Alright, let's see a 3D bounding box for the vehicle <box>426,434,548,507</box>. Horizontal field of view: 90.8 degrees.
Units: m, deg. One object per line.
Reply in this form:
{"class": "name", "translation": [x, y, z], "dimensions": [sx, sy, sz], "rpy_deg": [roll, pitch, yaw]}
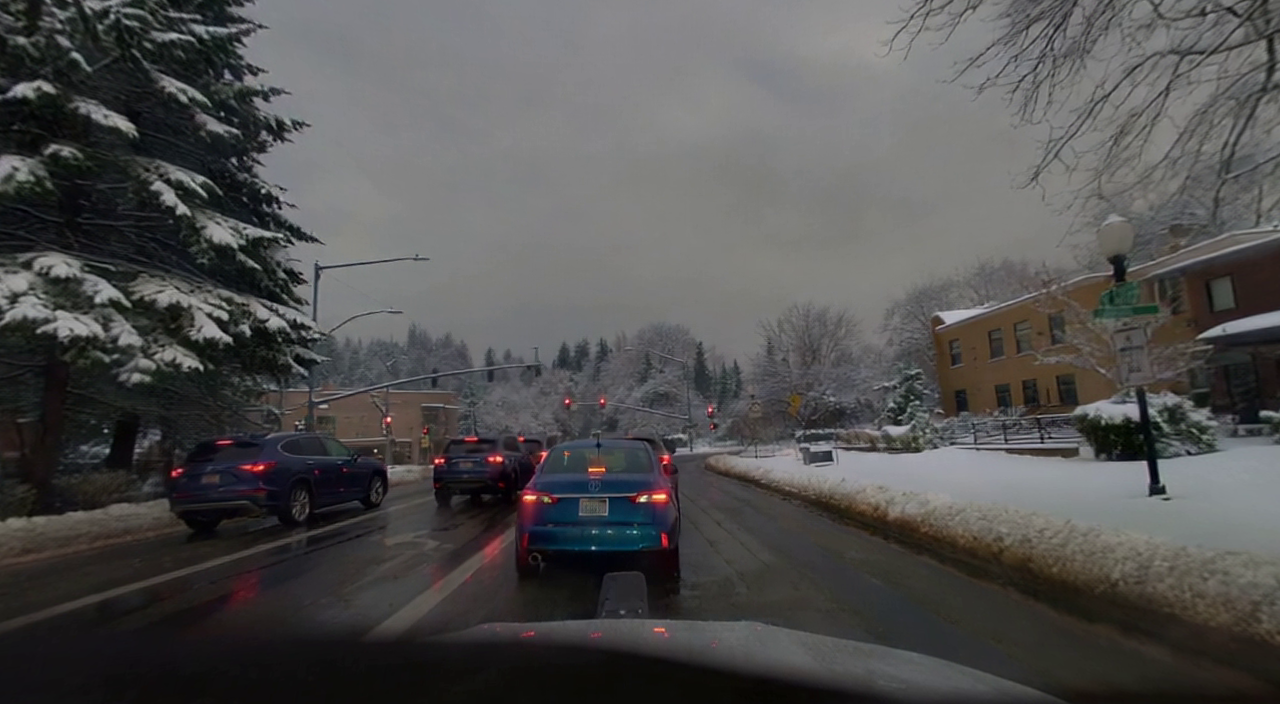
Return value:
{"class": "vehicle", "translation": [-3.622, 2.886, 15.772], "dimensions": [1.969, 1.570, 4.019], "rpy_deg": [0, -9, 1]}

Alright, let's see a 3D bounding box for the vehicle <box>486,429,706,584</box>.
{"class": "vehicle", "translation": [-0.415, 1.791, 8.118], "dimensions": [2.104, 1.472, 3.946], "rpy_deg": [0, -9, 0]}

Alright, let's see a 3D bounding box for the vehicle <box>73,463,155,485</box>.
{"class": "vehicle", "translation": [-36.385, 8.444, 43.759], "dimensions": [3.918, 1.423, 1.861], "rpy_deg": [0, -9, 0]}

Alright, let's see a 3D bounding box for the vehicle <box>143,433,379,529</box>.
{"class": "vehicle", "translation": [-7.277, 2.497, 12.821], "dimensions": [2.096, 1.593, 4.288], "rpy_deg": [0, -9, 1]}

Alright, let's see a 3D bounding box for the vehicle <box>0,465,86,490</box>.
{"class": "vehicle", "translation": [-36.638, 7.622, 38.441], "dimensions": [4.093, 1.440, 1.804], "rpy_deg": [0, -9, -1]}

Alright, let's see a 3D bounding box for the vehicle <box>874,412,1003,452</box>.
{"class": "vehicle", "translation": [13.928, 3.792, 29.711], "dimensions": [4.975, 1.809, 1.956], "rpy_deg": [-1, -9, 1]}

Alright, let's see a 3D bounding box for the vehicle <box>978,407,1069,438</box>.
{"class": "vehicle", "translation": [27.382, 5.062, 45.235], "dimensions": [5.333, 1.880, 2.130], "rpy_deg": [-8, -9, 31]}
